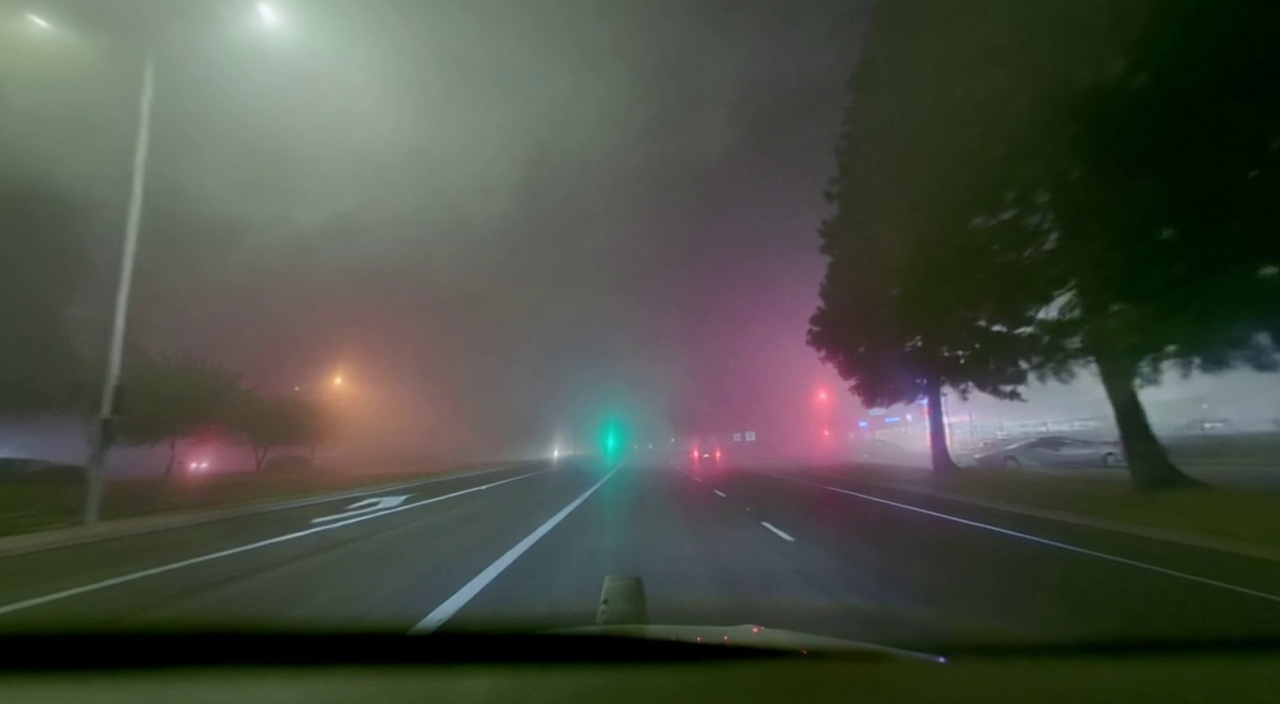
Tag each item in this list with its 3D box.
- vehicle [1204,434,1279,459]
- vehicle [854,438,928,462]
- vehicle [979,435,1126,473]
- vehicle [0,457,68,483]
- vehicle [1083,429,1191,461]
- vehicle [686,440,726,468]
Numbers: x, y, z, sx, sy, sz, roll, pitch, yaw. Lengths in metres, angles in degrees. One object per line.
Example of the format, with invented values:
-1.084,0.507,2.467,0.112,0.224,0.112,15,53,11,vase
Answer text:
38.090,5.863,38.992,2.007,1.469,4.518,8,-12,-44,vehicle
17.282,6.753,43.543,4.233,1.562,2.143,0,-9,1,vehicle
17.007,4.218,26.164,4.685,1.478,1.849,-1,-9,2,vehicle
-44.604,8.534,45.531,4.408,1.629,2.141,-3,-9,-2,vehicle
30.370,5.724,38.642,2.038,1.770,4.755,7,-12,-42,vehicle
4.133,6.439,39.937,2.007,1.683,4.171,0,-9,-1,vehicle
